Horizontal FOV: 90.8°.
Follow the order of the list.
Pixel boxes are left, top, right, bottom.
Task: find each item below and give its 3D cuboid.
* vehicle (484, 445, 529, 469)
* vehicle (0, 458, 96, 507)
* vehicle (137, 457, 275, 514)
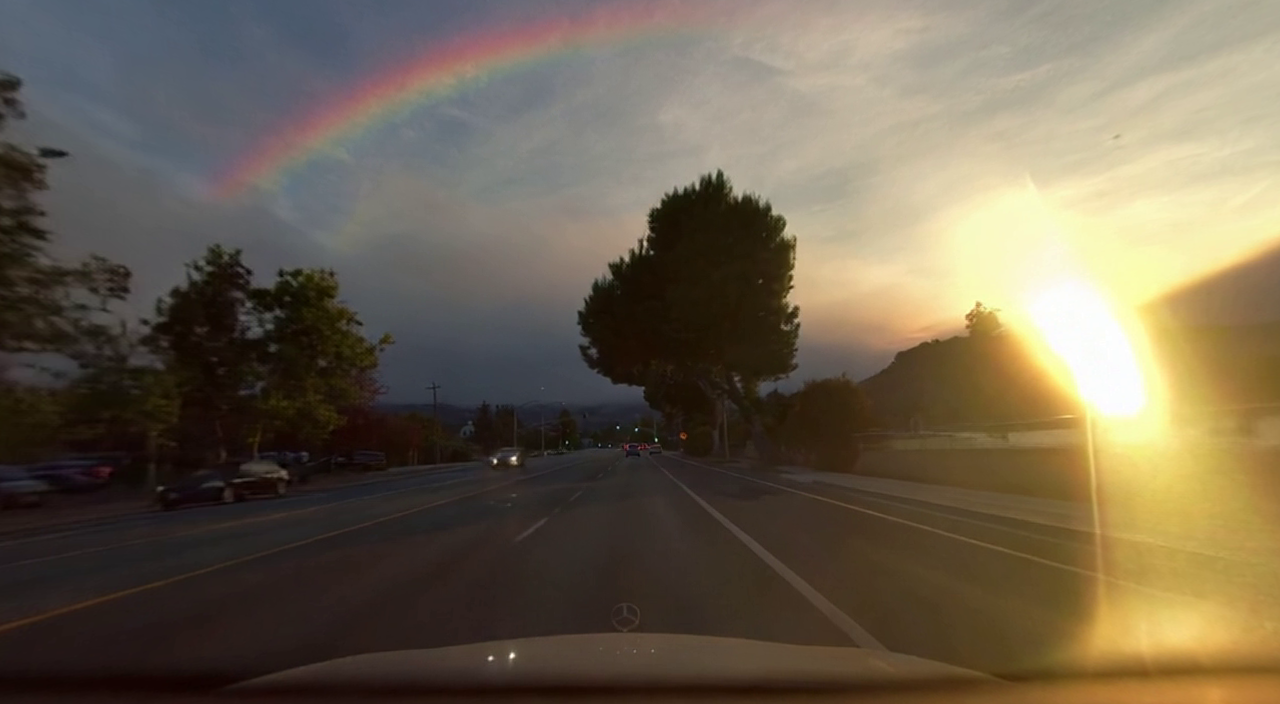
[{"bbox_3d":[-9.958,7.848,47.475,2.365,1.697,4.391,0,-9,0],"label":"vehicle"},{"bbox_3d":[-21.450,4.368,21.311,1.916,1.482,4.789,0,-9,1],"label":"vehicle"},{"bbox_3d":[-14.638,4.475,21.657,1.896,1.486,4.285,-4,-8,-2],"label":"vehicle"}]
